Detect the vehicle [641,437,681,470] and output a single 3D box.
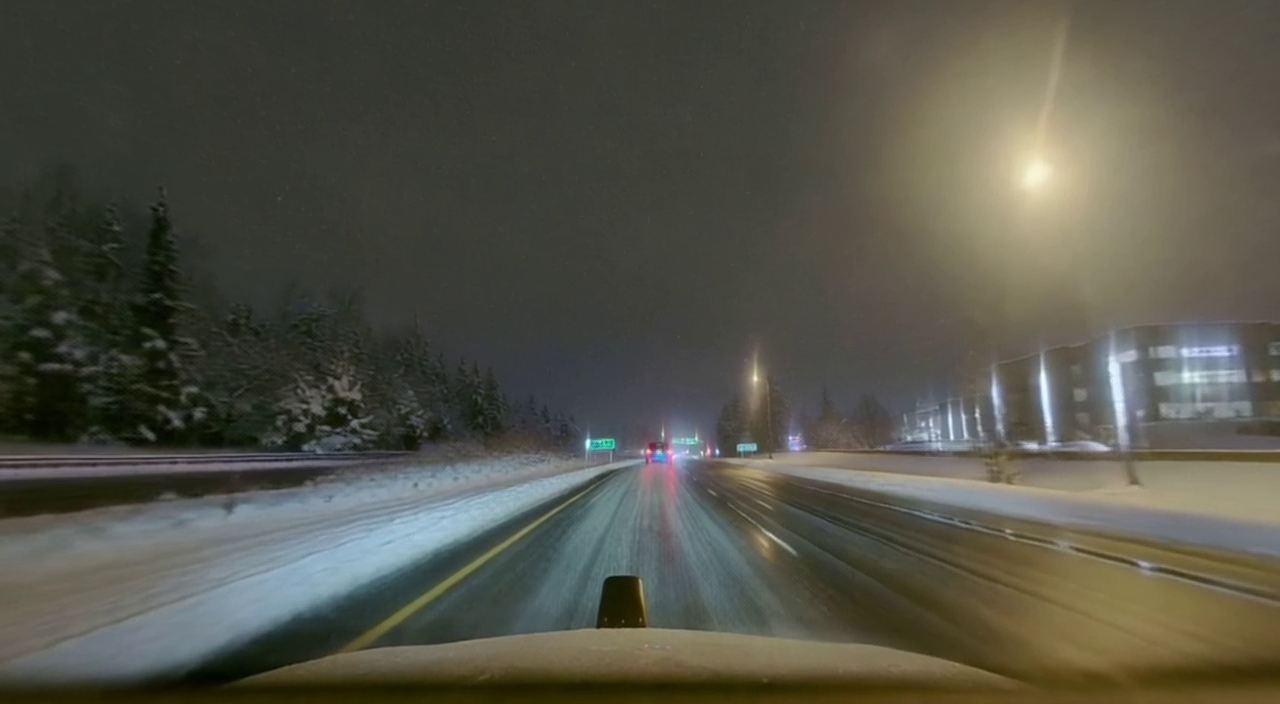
[{"bbox_3d":[1.473,6.908,42.859,2.546,2.126,5.153,-1,-8,3],"label":"vehicle"}]
